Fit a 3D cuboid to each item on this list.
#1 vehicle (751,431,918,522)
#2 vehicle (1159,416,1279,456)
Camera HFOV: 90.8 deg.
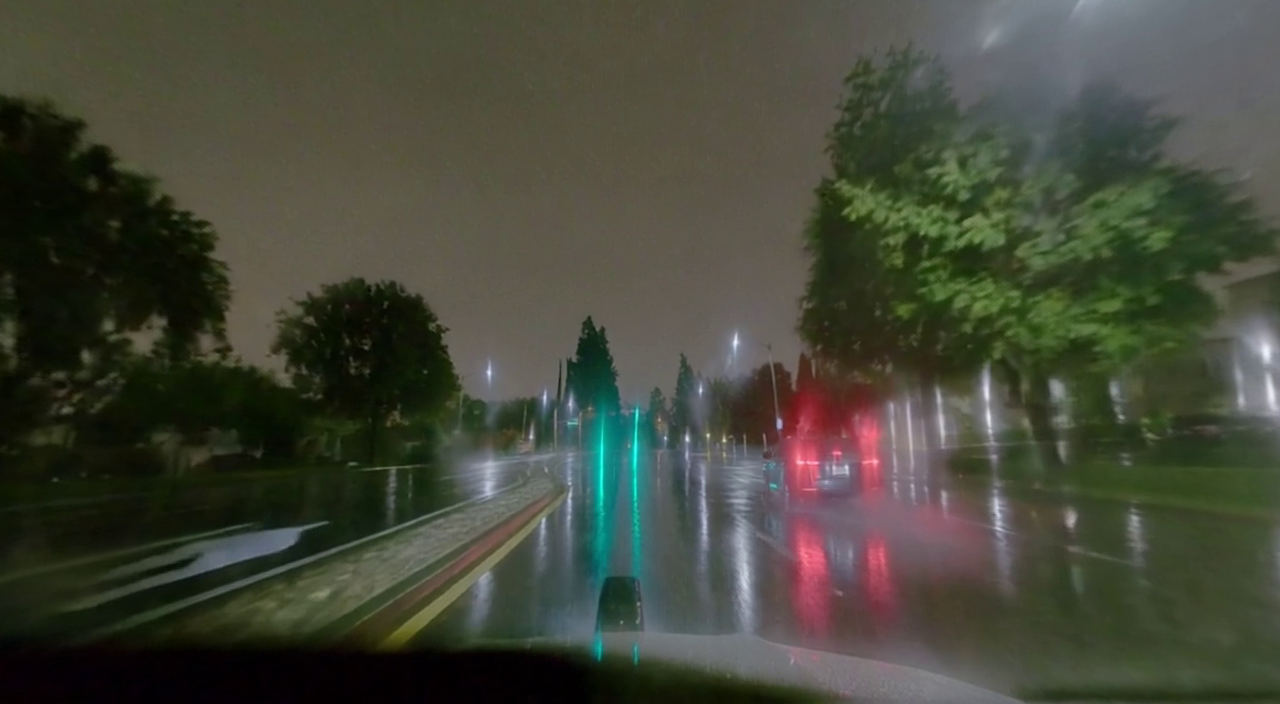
[{"bbox_3d":[3.522,2.315,12.331,1.852,1.453,4.083,0,-8,-2],"label":"vehicle"},{"bbox_3d":[26.217,3.676,27.527,5.085,1.657,2.372,0,-8,0],"label":"vehicle"}]
